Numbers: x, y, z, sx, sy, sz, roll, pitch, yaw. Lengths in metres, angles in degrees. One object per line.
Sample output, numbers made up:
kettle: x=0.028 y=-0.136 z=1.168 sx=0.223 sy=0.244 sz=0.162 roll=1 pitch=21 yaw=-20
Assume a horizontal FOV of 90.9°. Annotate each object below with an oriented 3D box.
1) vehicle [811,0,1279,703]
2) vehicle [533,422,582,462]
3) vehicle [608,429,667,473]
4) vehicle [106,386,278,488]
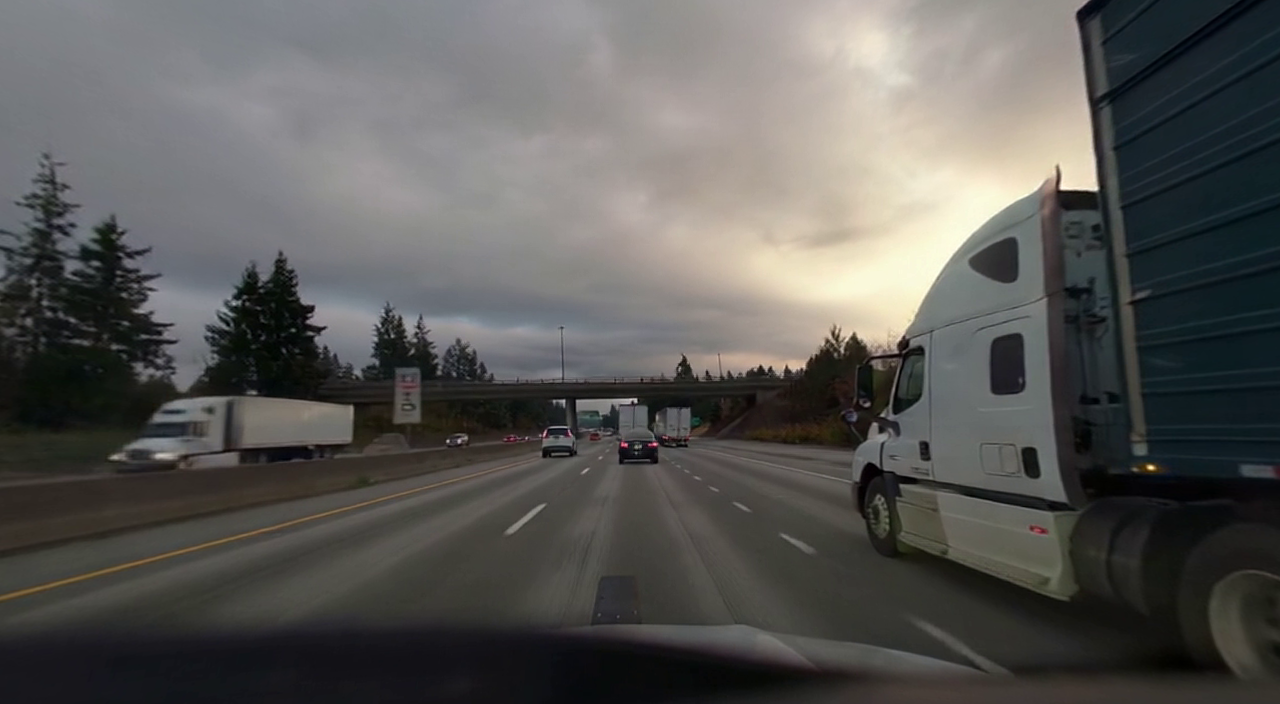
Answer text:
vehicle: x=3.690 y=0.084 z=4.082 sx=2.783 sy=3.483 sz=7.836 roll=0 pitch=-8 yaw=-1
vehicle: x=-4.312 y=4.805 z=33.792 sx=2.013 sy=1.961 sz=4.692 roll=0 pitch=-8 yaw=0
vehicle: x=-0.144 y=3.714 z=23.828 sx=2.059 sy=1.522 sz=3.693 roll=0 pitch=-8 yaw=-2
vehicle: x=-20.670 y=3.990 z=29.776 sx=2.980 sy=4.215 sz=6.844 roll=0 pitch=-8 yaw=-1
